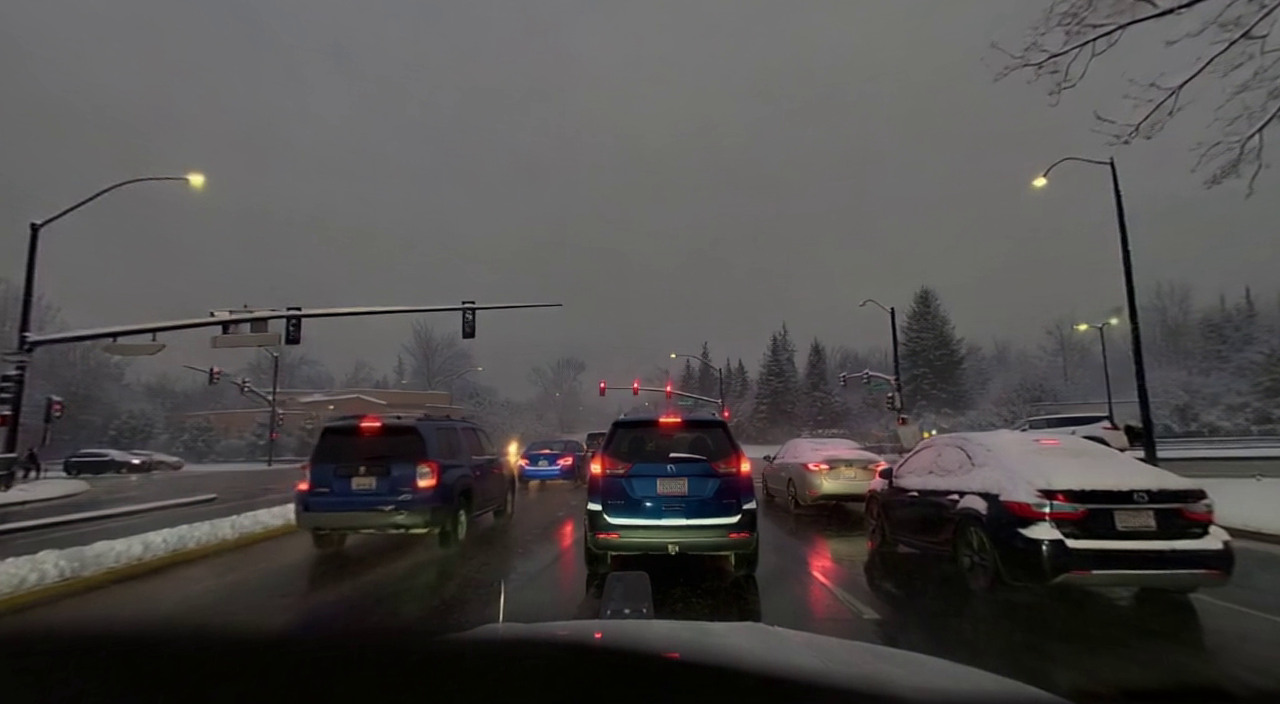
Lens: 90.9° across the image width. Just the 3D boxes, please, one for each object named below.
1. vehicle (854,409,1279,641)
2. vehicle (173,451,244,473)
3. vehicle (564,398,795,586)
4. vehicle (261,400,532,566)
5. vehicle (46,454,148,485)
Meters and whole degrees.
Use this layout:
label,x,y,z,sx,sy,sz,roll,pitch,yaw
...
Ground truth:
label,x,y,z,sx,sy,sz,roll,pitch,yaw
vehicle,3.914,1.493,6.435,1.954,1.592,3.992,0,-8,-1
vehicle,-32.726,8.332,47.887,4.067,1.593,1.810,-1,-8,3
vehicle,0.387,1.652,8.222,2.172,1.764,4.338,0,-8,0
vehicle,-3.113,1.815,9.492,2.054,1.814,4.941,0,-8,1
vehicle,-31.209,6.746,36.302,4.395,1.636,1.926,-1,-9,9
